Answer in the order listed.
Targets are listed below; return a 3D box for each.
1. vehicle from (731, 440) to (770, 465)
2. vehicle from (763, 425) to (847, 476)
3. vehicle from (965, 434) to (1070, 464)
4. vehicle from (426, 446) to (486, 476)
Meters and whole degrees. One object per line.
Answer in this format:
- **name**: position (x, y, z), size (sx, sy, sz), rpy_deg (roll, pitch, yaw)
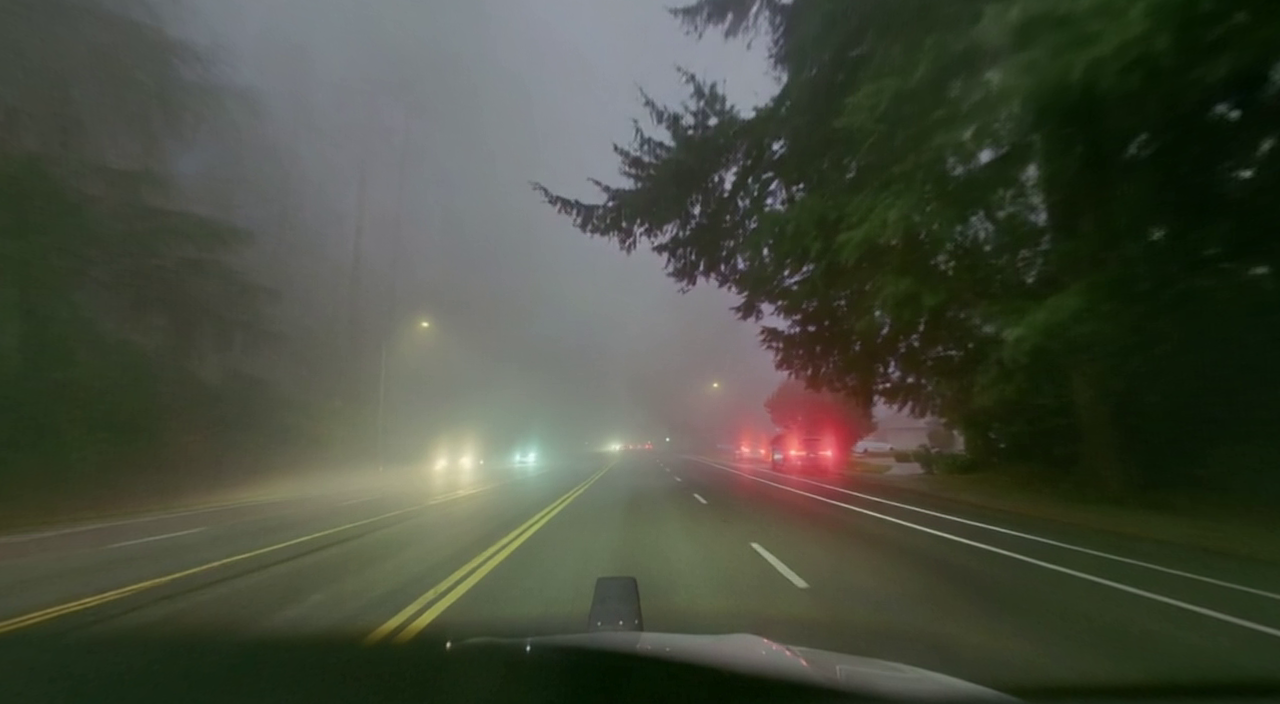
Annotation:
- **vehicle**: position (7.477, 6.835, 42.981), size (1.965, 1.623, 4.096), rpy_deg (0, -8, 1)
- **vehicle**: position (7.516, 4.574, 29.493), size (2.278, 2.079, 5.861), rpy_deg (0, -8, 0)
- **vehicle**: position (19.774, 5.084, 33.307), size (4.336, 1.480, 1.926), rpy_deg (-2, -7, 15)
- **vehicle**: position (-10.008, 5.934, 34.680), size (1.958, 1.524, 4.314), rpy_deg (0, -8, 0)
